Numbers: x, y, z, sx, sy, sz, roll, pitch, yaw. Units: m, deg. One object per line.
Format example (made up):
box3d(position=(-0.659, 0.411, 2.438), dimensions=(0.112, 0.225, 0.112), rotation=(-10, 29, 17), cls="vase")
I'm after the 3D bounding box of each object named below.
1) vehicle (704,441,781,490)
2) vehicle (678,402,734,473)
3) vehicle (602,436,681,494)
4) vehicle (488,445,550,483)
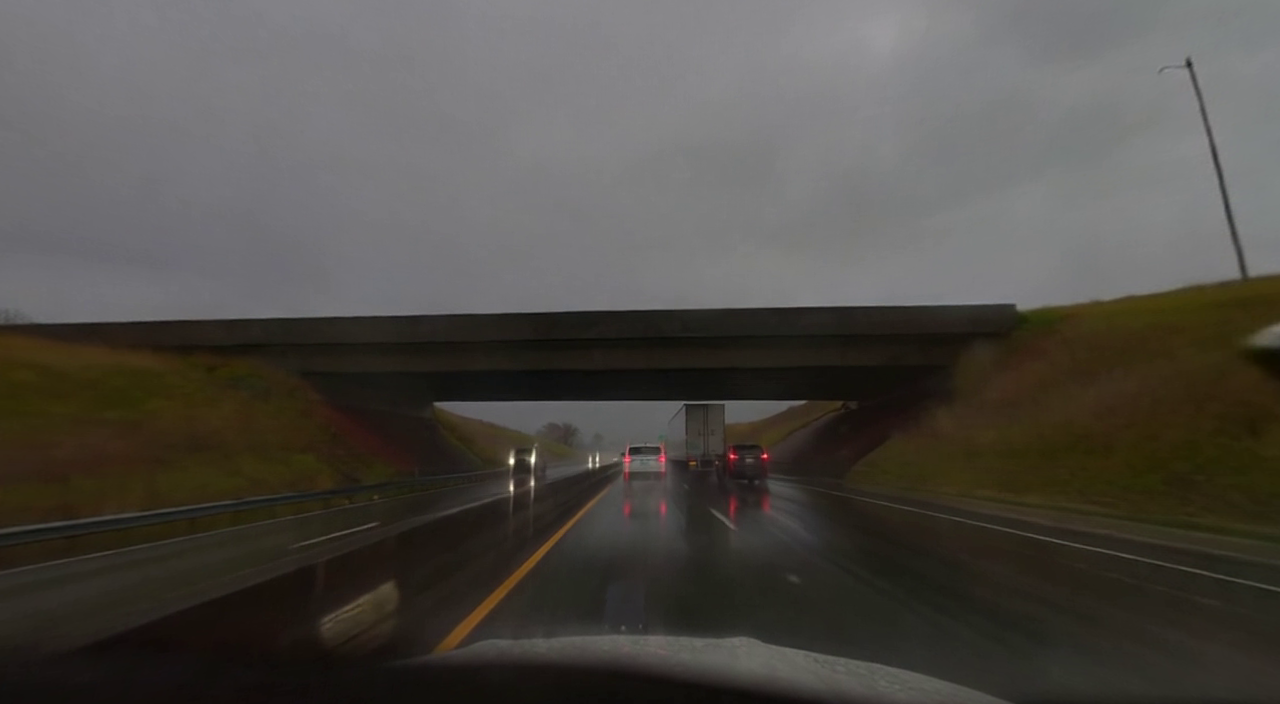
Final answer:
box3d(position=(3.409, 3.856, 21.674), dimensions=(1.972, 1.505, 3.946), rotation=(-1, -9, 0), cls="vehicle")
box3d(position=(3.912, 5.330, 38.921), dimensions=(2.948, 3.974, 6.480), rotation=(-1, -9, 2), cls="vehicle")
box3d(position=(0.082, 3.585, 20.243), dimensions=(2.256, 1.615, 4.114), rotation=(-1, -9, 1), cls="vehicle")
box3d(position=(-6.171, 5.754, 32.608), dimensions=(2.233, 1.685, 4.222), rotation=(-3, -9, 2), cls="vehicle")
